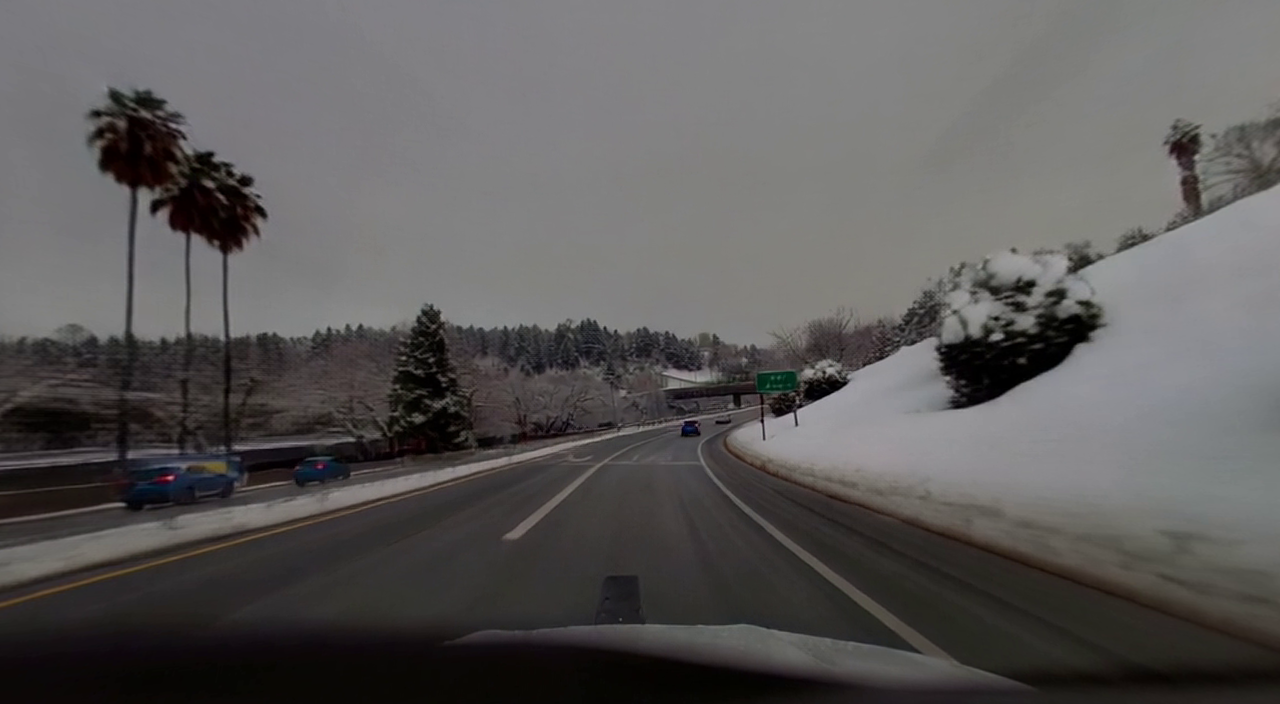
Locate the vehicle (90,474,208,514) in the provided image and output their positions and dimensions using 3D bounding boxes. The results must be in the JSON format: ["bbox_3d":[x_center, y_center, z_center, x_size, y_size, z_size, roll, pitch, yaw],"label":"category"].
[{"bbox_3d":[-27.220,7.869,35.381,2.281,1.759,5.531,0,-8,-2],"label":"vehicle"}]

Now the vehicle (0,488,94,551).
[{"bbox_3d":[-20.892,5.492,20.739,1.956,1.716,4.330,0,-8,0],"label":"vehicle"}]
